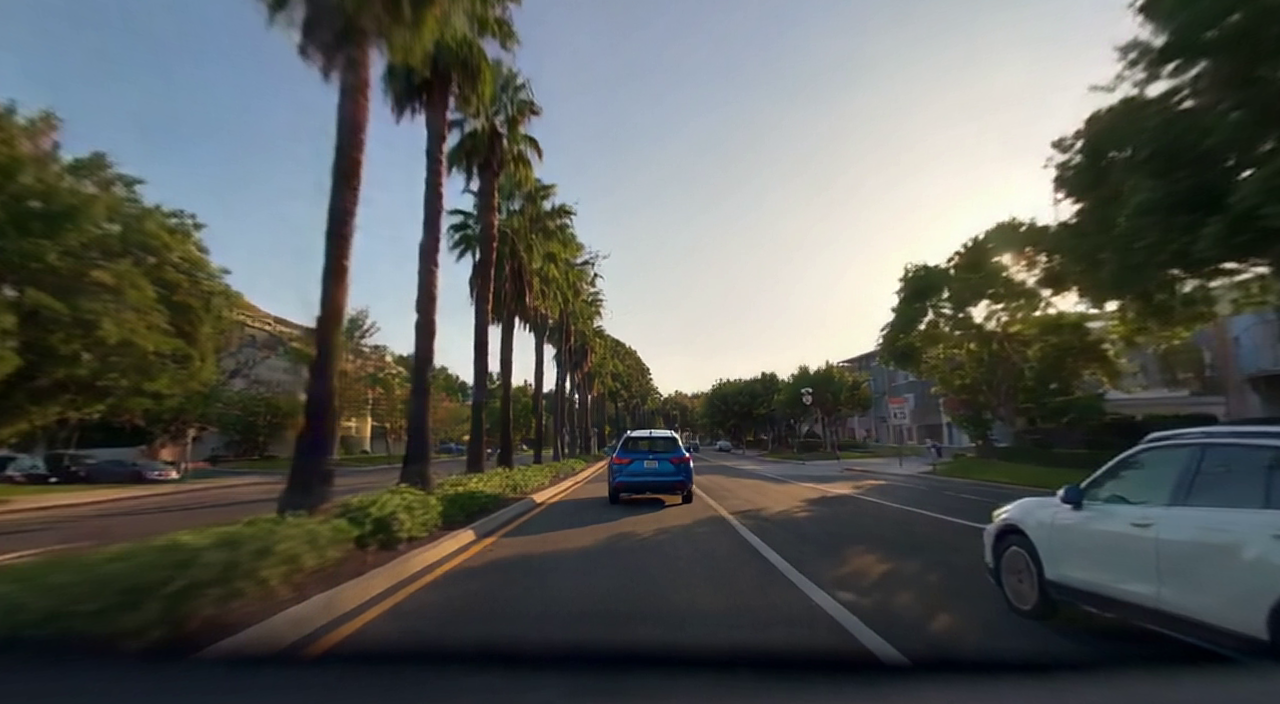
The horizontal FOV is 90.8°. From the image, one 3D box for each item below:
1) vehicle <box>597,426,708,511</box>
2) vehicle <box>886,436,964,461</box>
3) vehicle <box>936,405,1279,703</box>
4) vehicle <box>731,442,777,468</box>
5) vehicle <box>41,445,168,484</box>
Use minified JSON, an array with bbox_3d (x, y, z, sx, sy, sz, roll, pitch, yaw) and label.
[{"bbox_3d":[0.212,2.669,14.978,2.239,1.693,4.301,0,-8,-1],"label":"vehicle"},{"bbox_3d":[19.414,6.596,43.149,4.392,1.628,1.982,0,-8,-2],"label":"vehicle"},{"bbox_3d":[3.880,1.128,3.847,1.941,1.472,4.570,0,-8,0],"label":"vehicle"},{"bbox_3d":[6.993,6.360,39.236,1.930,1.457,4.267,0,-8,-2],"label":"vehicle"},{"bbox_3d":[-26.170,5.503,31.159,1.975,1.722,4.761,0,-9,2],"label":"vehicle"}]
